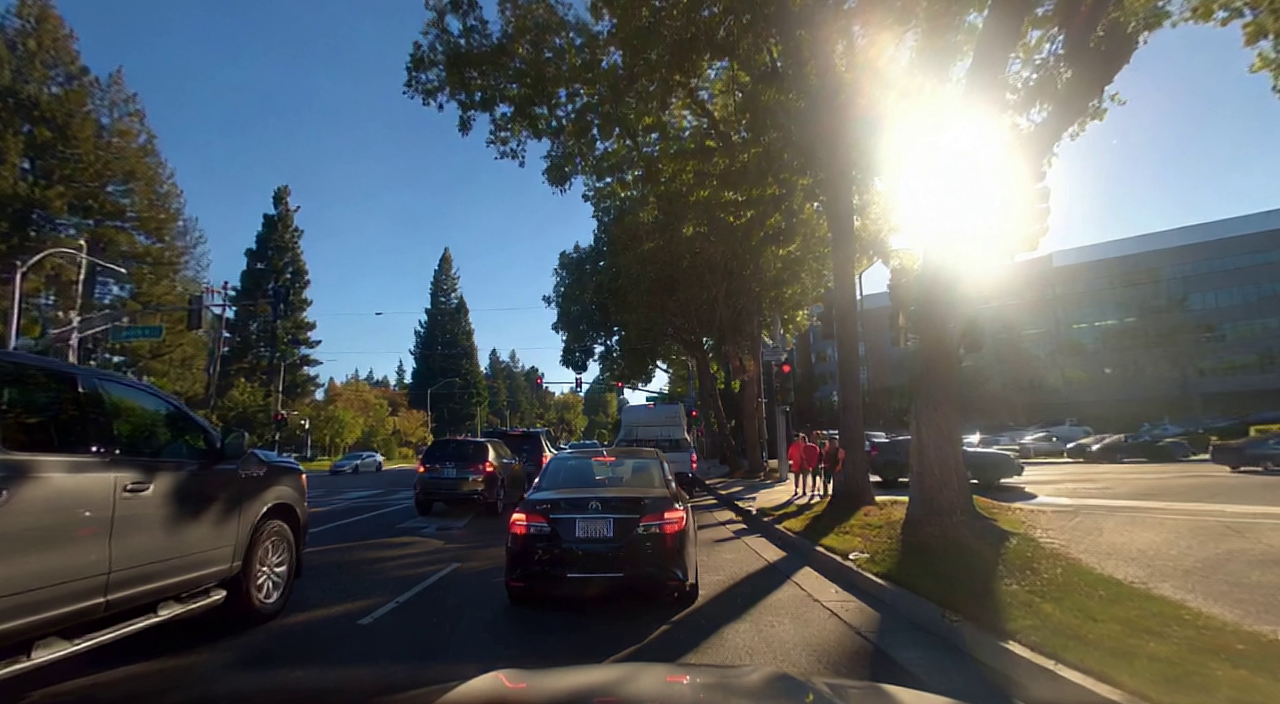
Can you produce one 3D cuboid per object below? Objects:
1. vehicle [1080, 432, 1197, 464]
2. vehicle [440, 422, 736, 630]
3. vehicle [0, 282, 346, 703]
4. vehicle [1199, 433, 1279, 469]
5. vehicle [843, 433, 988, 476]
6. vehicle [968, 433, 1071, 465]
[{"bbox_3d":[28.931,5.570,36.718,4.967,1.794,2.044,0,-9,2],"label":"vehicle"},{"bbox_3d":[-0.367,1.600,6.869,2.144,1.497,4.446,0,-9,0],"label":"vehicle"},{"bbox_3d":[-3.690,0.752,2.850,2.202,1.961,4.980,0,-9,1],"label":"vehicle"},{"bbox_3d":[26.845,4.183,26.657,4.516,1.469,1.866,0,-9,1],"label":"vehicle"},{"bbox_3d":[11.167,4.216,25.966,5.192,1.620,2.072,-3,-9,19],"label":"vehicle"},{"bbox_3d":[21.974,5.644,36.656,4.529,1.786,2.110,0,-9,2],"label":"vehicle"}]
